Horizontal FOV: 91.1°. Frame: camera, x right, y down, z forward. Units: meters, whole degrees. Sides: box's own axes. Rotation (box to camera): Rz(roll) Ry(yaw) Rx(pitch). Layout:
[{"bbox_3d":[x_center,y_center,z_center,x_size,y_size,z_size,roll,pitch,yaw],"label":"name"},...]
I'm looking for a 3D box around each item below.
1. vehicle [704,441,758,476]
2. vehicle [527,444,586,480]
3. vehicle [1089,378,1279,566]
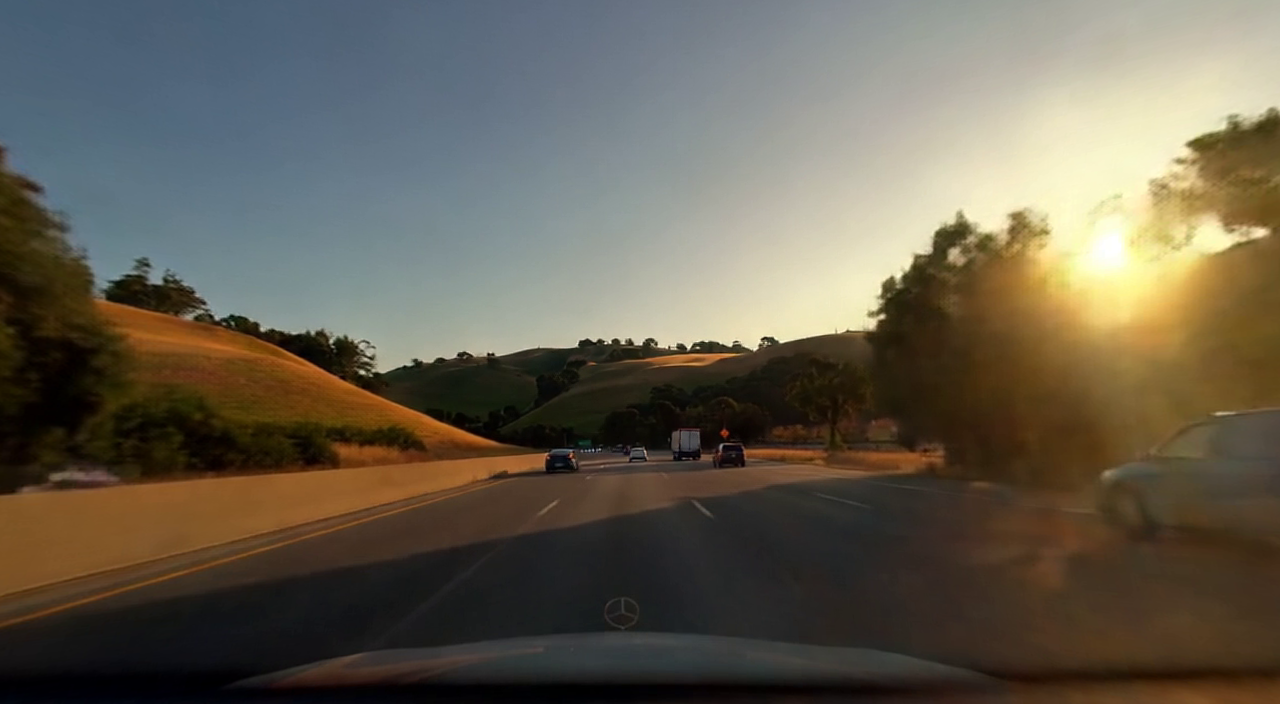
[{"bbox_3d":[4.598,5.449,32.452,2.069,1.625,4.832,0,-9,0],"label":"vehicle"},{"bbox_3d":[-3.850,5.197,29.896,2.160,1.530,4.500,0,-9,0],"label":"vehicle"},{"bbox_3d":[7.724,1.260,6.678,2.133,1.933,4.986,0,-9,-1],"label":"vehicle"}]
